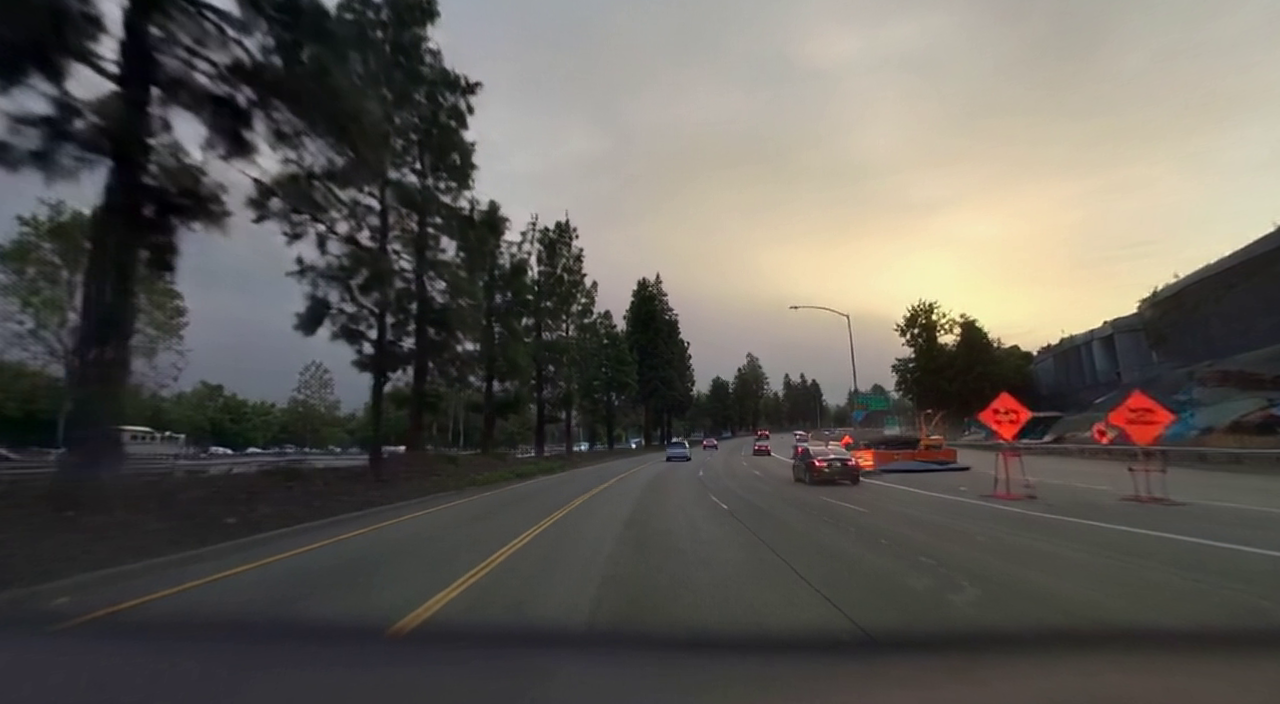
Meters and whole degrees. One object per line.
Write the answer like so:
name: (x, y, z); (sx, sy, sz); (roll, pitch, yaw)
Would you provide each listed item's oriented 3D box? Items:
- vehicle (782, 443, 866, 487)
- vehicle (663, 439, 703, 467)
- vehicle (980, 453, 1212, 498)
vehicle: (6.706, 4.147, 23.467); (2.044, 1.474, 4.083); (-1, -8, 3)
vehicle: (2.796, 6.430, 40.430); (2.201, 1.676, 4.541); (-1, -9, 8)
vehicle: (12.186, 3.326, 17.472); (3.503, 1.020, 4.269); (-1, -9, 7)
